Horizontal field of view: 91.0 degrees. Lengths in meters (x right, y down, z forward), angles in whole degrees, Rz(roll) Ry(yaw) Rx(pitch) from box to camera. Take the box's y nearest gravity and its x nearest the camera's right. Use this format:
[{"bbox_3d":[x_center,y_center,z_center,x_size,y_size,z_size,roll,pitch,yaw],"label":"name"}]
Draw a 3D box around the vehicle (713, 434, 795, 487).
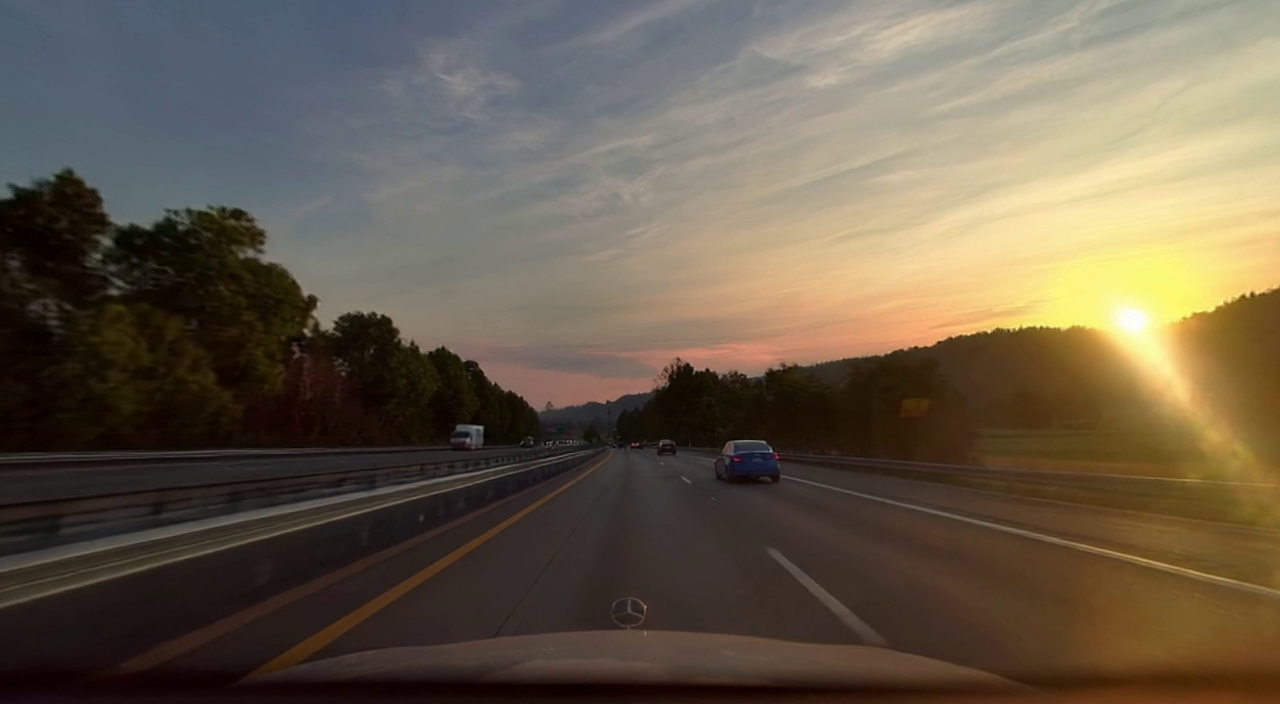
[{"bbox_3d":[3.557,3.466,20.365,1.945,1.538,3.729,0,-8,0],"label":"vehicle"}]
